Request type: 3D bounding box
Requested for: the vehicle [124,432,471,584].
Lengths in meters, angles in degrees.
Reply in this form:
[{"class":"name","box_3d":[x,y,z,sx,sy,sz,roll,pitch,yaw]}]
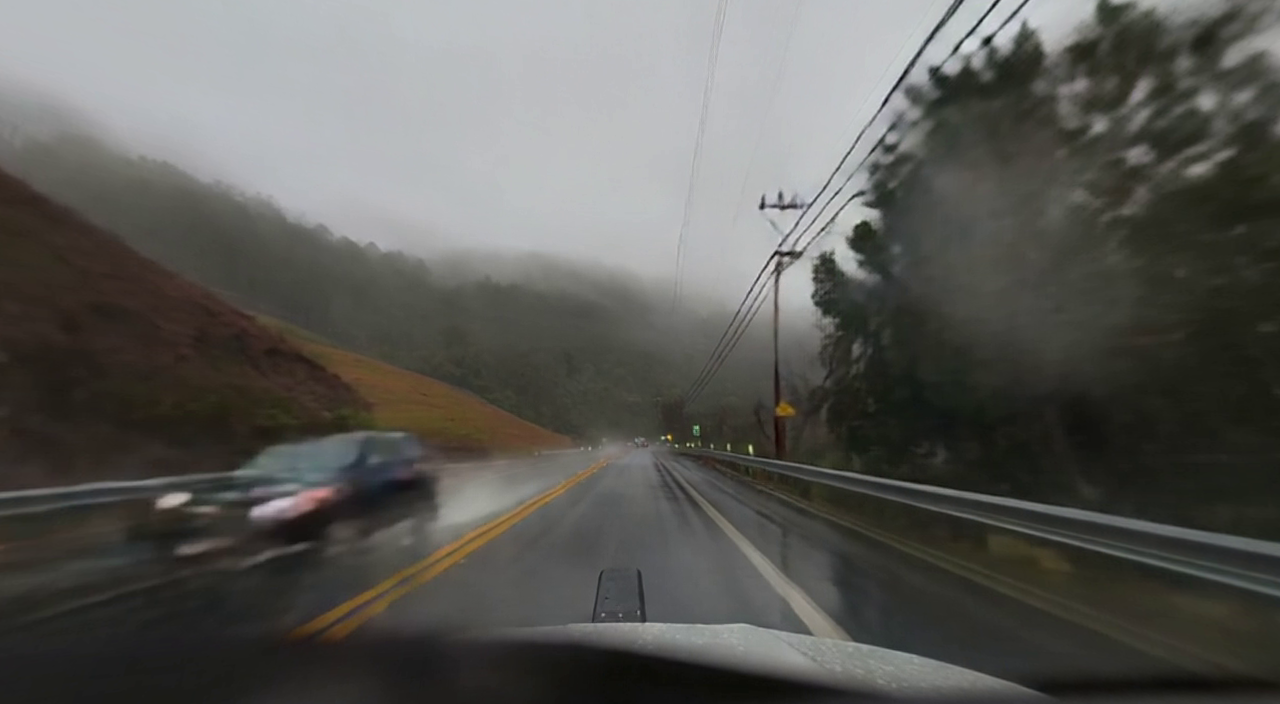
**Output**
[{"class":"vehicle","box_3d":[-3.993,1.895,8.590,2.074,1.472,4.658,0,-9,1]}]
